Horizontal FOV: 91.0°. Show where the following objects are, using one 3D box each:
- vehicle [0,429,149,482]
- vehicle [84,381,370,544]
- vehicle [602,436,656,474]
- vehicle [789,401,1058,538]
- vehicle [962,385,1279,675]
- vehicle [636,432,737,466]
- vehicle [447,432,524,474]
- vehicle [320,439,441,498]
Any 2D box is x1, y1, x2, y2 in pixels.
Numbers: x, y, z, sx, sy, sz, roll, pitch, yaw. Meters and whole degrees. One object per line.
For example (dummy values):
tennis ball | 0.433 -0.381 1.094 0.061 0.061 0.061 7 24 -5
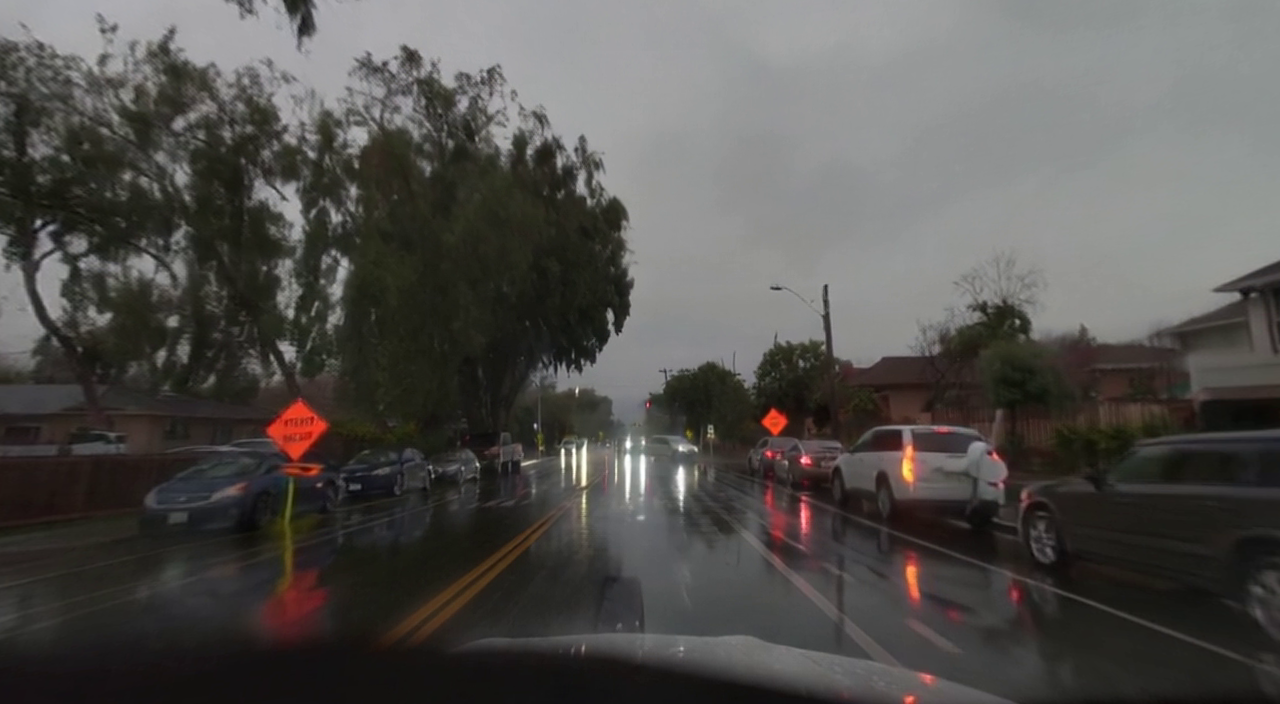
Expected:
vehicle | -23.152 4.191 25.668 4.491 2.031 2.045 0 -8 1
vehicle | -7.647 2.089 12.411 2.526 2.631 4.228 0 -8 2
vehicle | -0.388 4.363 26.935 2.151 1.481 4.084 0 -8 1
vehicle | 4.767 2.119 12.032 2.279 1.946 5.925 0 -8 -1
vehicle | 4.940 1.246 4.990 2.225 1.715 4.755 0 -8 0
vehicle | 2.687 5.667 37.073 5.503 1.853 2.218 -5 -10 31
vehicle | -8.299 5.504 34.578 2.659 2.047 6.014 0 -8 0
vehicle | -8.096 3.644 20.166 2.036 1.676 4.440 0 -8 -1
